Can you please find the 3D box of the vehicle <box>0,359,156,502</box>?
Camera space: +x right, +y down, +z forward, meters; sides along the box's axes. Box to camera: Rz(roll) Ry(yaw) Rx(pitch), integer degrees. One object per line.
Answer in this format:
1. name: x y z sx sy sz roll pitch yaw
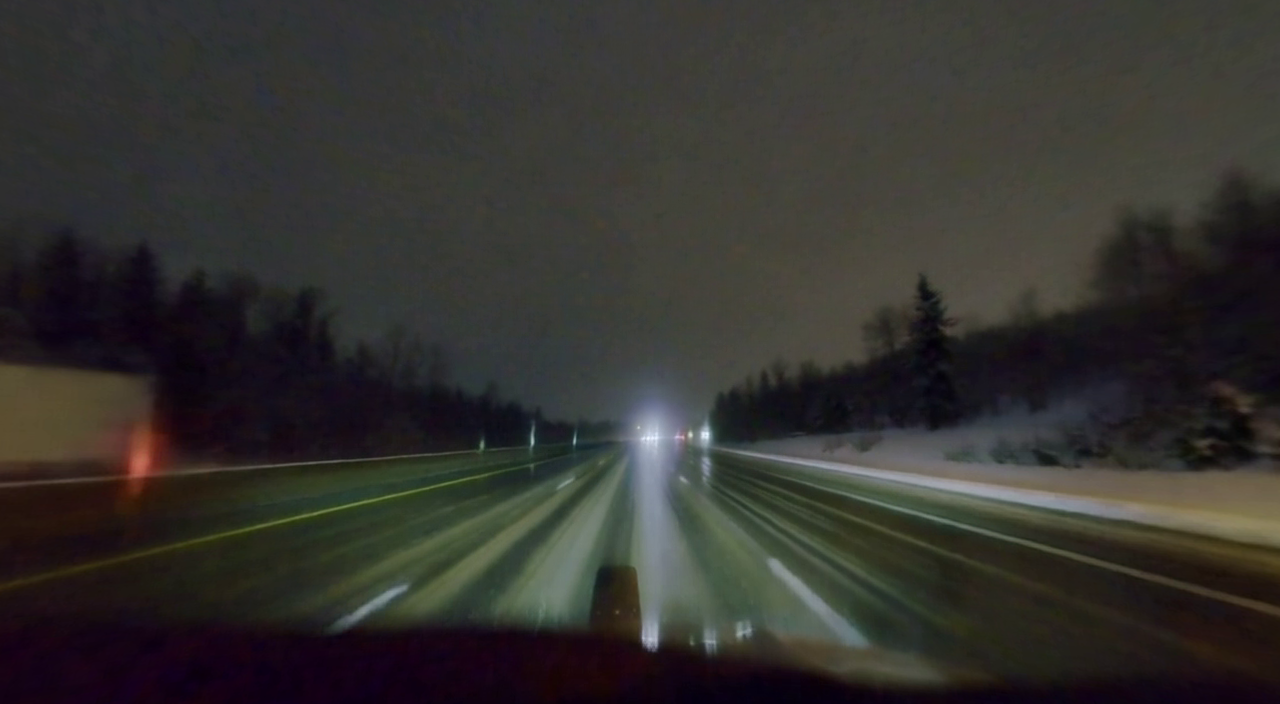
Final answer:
1. vehicle: -19.964 2.046 16.620 2.973 4.079 14.336 0 -8 0
